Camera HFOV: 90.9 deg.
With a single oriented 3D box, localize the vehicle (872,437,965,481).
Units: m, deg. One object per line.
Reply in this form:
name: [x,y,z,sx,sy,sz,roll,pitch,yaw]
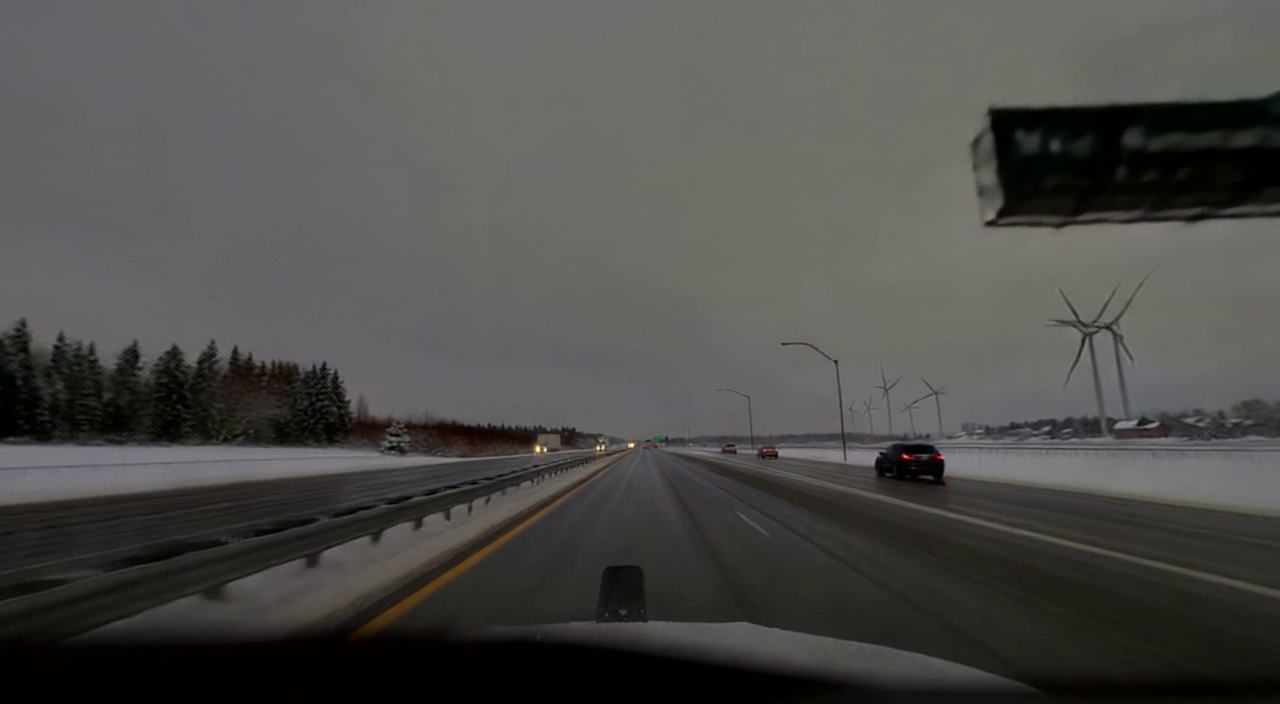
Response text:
vehicle: [11.705,4.520,26.867,1.897,1.669,4.825,0,-9,2]
